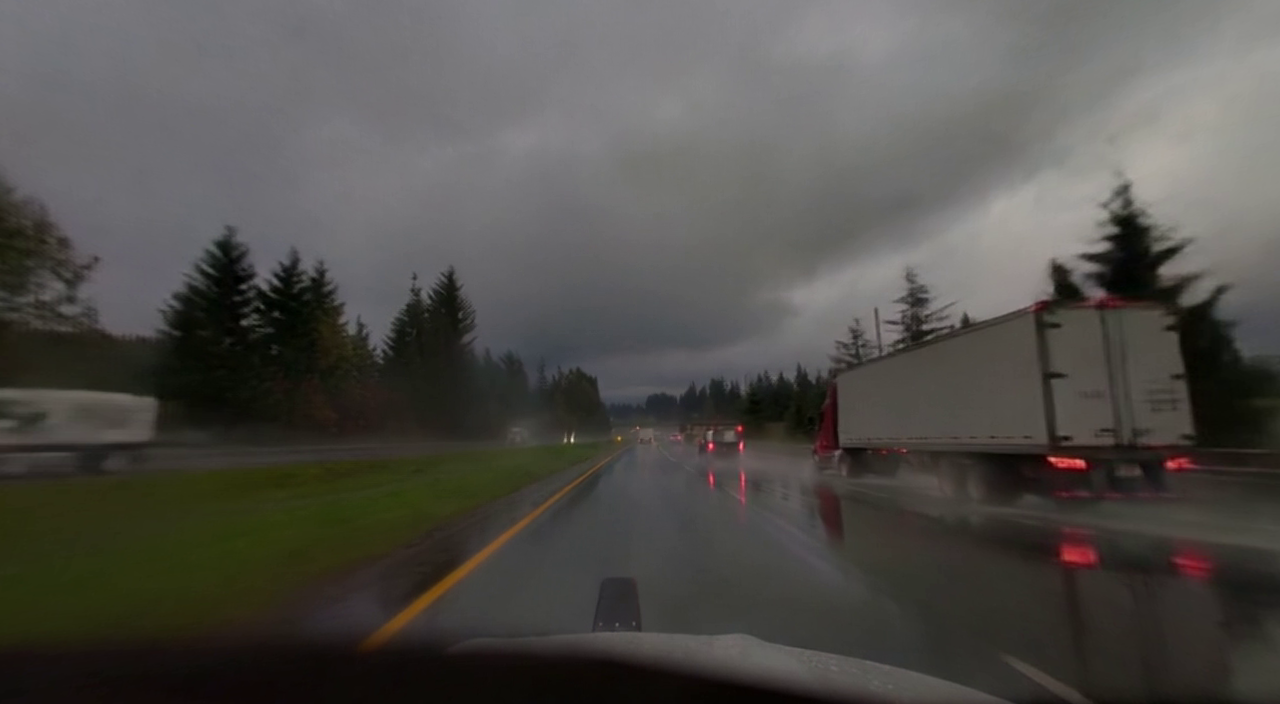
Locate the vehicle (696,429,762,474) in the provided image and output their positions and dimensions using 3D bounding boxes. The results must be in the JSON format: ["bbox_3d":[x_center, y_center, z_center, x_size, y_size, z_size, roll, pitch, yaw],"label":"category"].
[{"bbox_3d":[3.604,4.103,26.340,2.011,1.672,4.415,0,-8,-2],"label":"vehicle"}]

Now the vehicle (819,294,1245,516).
[{"bbox_3d":[9.170,1.852,18.626,3.440,4.093,13.944,0,-8,-1],"label":"vehicle"}]

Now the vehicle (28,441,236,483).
[{"bbox_3d":[-17.201,3.732,21.932,2.491,1.219,5.785,0,-8,0],"label":"vehicle"}]
